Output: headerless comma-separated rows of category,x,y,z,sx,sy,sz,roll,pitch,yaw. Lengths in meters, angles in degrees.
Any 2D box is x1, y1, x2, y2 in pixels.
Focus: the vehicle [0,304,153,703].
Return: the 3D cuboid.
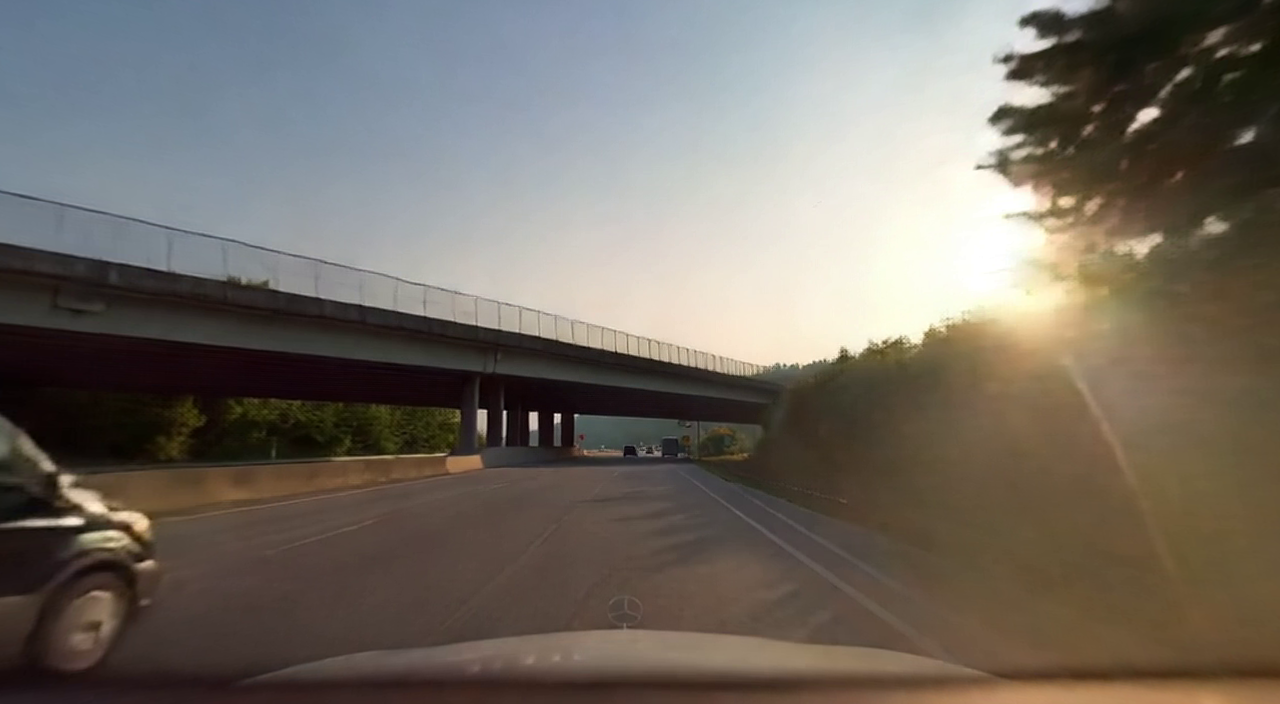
vehicle,-4.000,0.488,1.127,2.167,1.929,5.037,0,-9,0
